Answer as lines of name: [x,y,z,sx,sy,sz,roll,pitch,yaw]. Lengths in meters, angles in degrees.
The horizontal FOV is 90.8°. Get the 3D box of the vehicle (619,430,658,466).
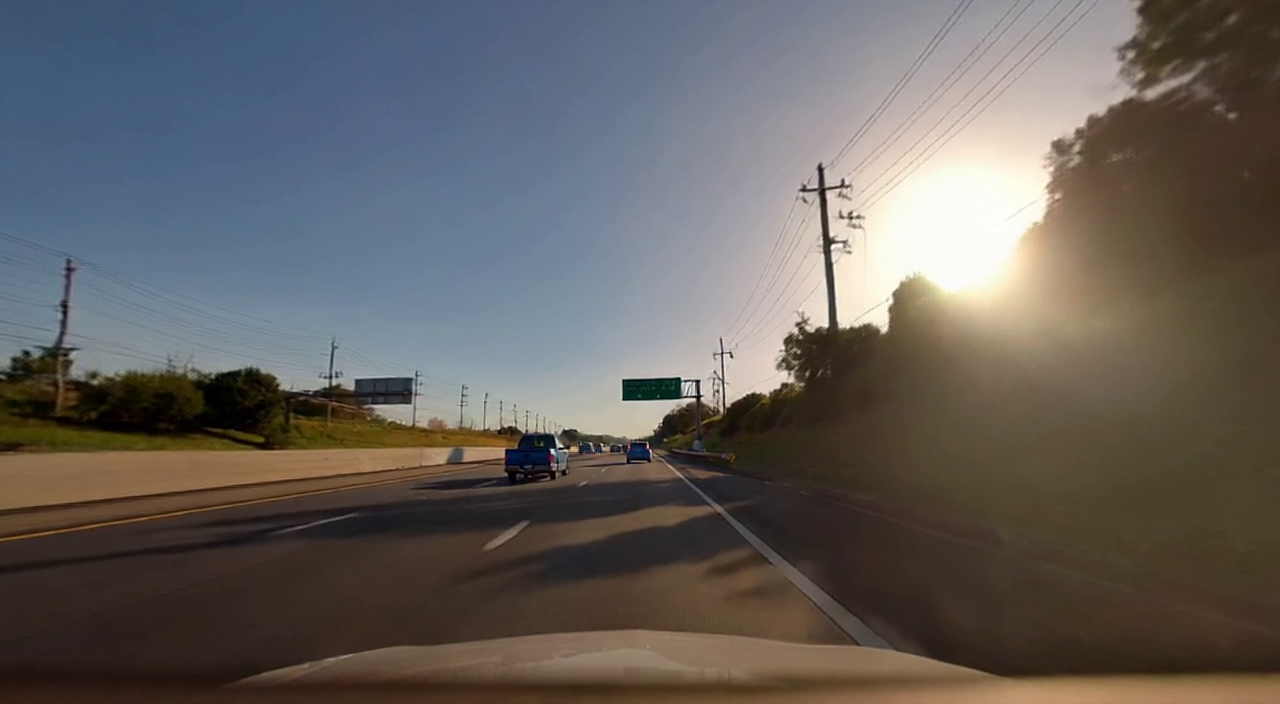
vehicle: [-0.132,6.246,41.093,2.358,2.144,4.713,0,-8,-1]

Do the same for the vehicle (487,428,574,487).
vehicle: [-3.723,3.722,22.621,2.204,1.812,5.289,0,-8,0]
